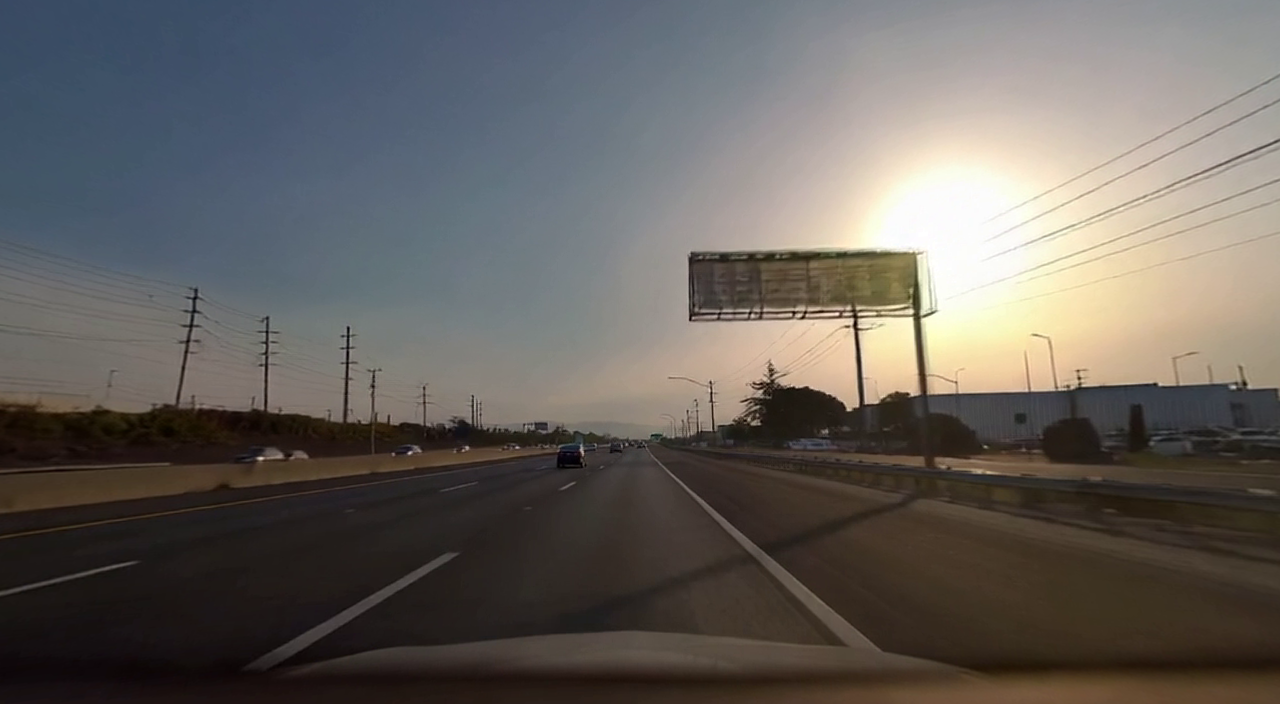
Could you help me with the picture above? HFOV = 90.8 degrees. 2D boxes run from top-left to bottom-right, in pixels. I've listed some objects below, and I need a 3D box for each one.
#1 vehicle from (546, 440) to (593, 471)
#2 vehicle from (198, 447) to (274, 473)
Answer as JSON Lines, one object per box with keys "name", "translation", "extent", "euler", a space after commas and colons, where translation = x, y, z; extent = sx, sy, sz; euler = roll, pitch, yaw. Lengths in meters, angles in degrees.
{"name": "vehicle", "translation": [-3.663, 5.480, 33.664], "extent": [1.940, 1.479, 4.545], "euler": [0, -8, 1]}
{"name": "vehicle", "translation": [-25.415, 6.796, 39.937], "extent": [1.810, 1.480, 4.357], "euler": [0, -9, 1]}
